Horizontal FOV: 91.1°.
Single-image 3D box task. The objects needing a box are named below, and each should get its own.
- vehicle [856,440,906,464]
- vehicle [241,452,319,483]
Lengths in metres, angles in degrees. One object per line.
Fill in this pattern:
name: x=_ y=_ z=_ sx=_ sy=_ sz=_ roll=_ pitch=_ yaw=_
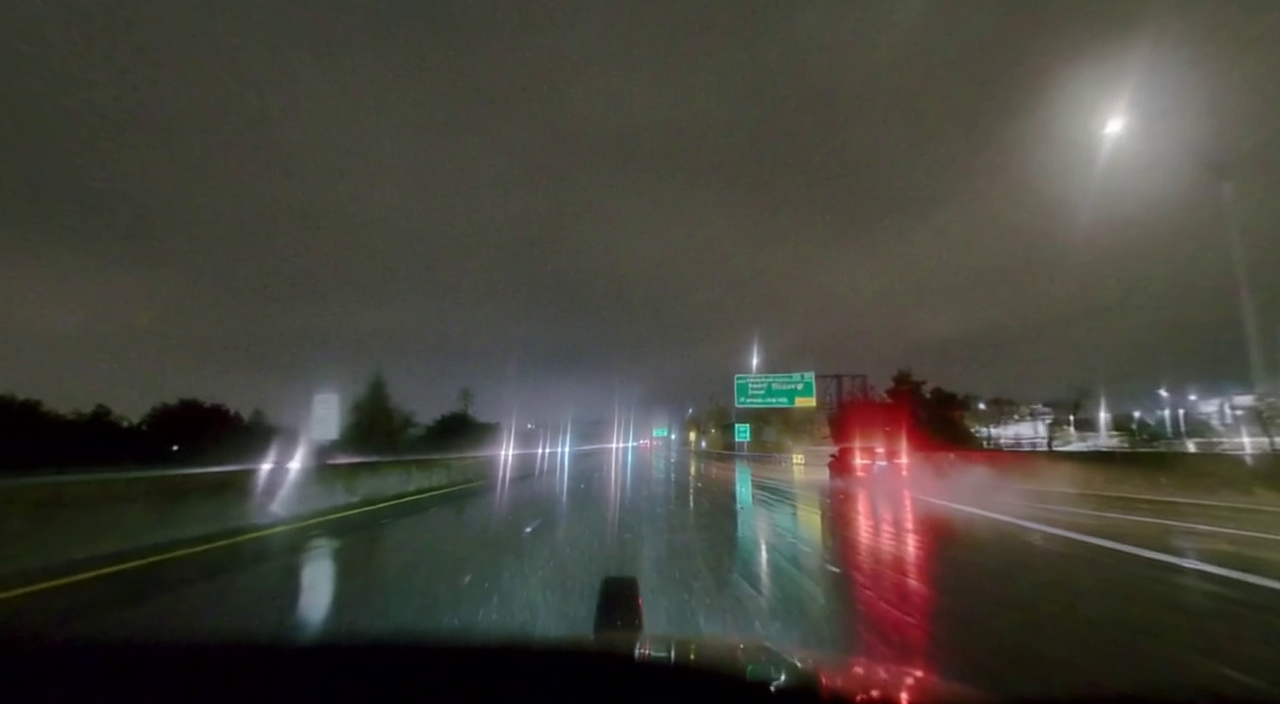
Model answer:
vehicle: x=15.199 y=6.323 z=39.786 sx=1.699 sy=1.453 sz=3.689 roll=-1 pitch=-9 yaw=0
vehicle: x=-20.255 y=6.492 z=35.573 sx=1.855 sy=1.552 sz=4.257 roll=-1 pitch=-9 yaw=0
